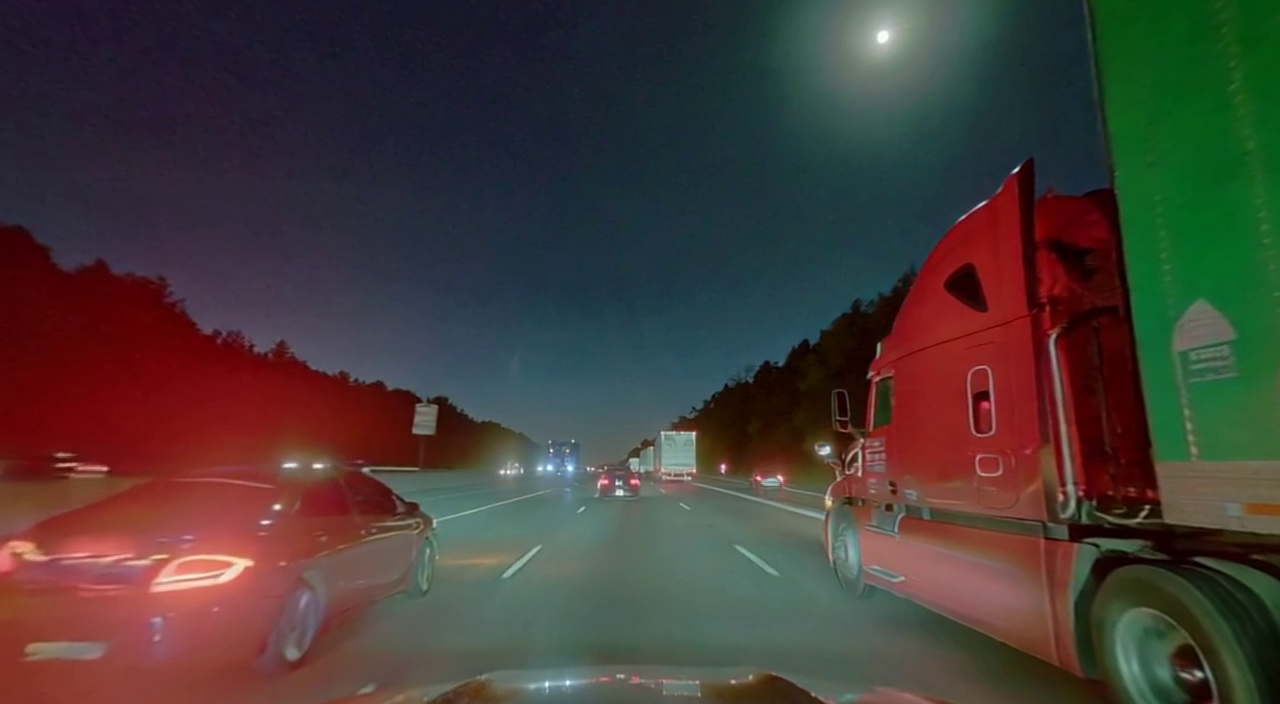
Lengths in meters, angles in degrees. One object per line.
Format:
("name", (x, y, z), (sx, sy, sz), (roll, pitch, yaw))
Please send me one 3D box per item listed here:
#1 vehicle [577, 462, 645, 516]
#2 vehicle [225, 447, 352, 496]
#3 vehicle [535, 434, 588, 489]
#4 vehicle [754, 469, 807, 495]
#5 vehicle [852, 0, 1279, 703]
("vehicle", (-0.904, 4.575, 21.442), (2.010, 1.580, 4.949), (1, -10, -1))
("vehicle", (-12.485, 4.315, 22.792), (2.009, 1.548, 4.603), (1, -11, -1))
("vehicle", (-5.616, 8.200, 46.780), (2.941, 3.604, 9.047), (1, -10, -2))
("vehicle", (8.949, 8.299, 40.519), (1.970, 1.517, 4.765), (2, -11, -5))
("vehicle", (3.972, -0.454, 0.249), (2.856, 4.040, 14.009), (1, -11, 0))
